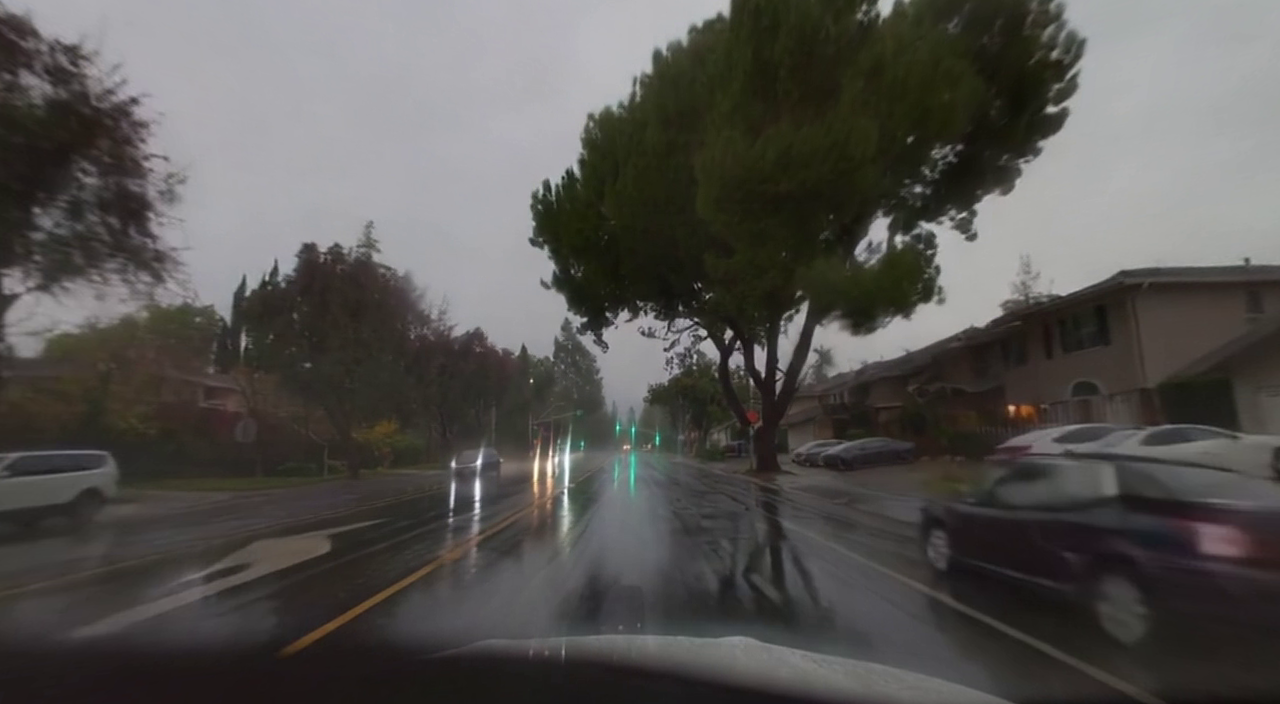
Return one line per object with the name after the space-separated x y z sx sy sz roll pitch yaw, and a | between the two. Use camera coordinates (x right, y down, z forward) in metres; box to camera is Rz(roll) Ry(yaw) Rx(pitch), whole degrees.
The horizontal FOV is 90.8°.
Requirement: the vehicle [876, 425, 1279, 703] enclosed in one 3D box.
4.045 1.437 5.570 1.946 1.431 4.695 0 -8 -2 | vehicle

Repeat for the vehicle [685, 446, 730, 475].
3.716 6.058 35.683 1.991 1.500 4.562 0 -8 -1 | vehicle

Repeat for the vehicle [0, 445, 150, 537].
-13.029 2.900 13.361 1.978 1.706 4.310 -3 -8 -1 | vehicle

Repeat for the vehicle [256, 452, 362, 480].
-18.824 6.468 36.094 4.880 1.500 1.965 0 -8 -2 | vehicle

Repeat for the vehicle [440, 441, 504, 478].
-8.585 5.508 32.768 2.041 1.760 4.522 0 -8 1 | vehicle
